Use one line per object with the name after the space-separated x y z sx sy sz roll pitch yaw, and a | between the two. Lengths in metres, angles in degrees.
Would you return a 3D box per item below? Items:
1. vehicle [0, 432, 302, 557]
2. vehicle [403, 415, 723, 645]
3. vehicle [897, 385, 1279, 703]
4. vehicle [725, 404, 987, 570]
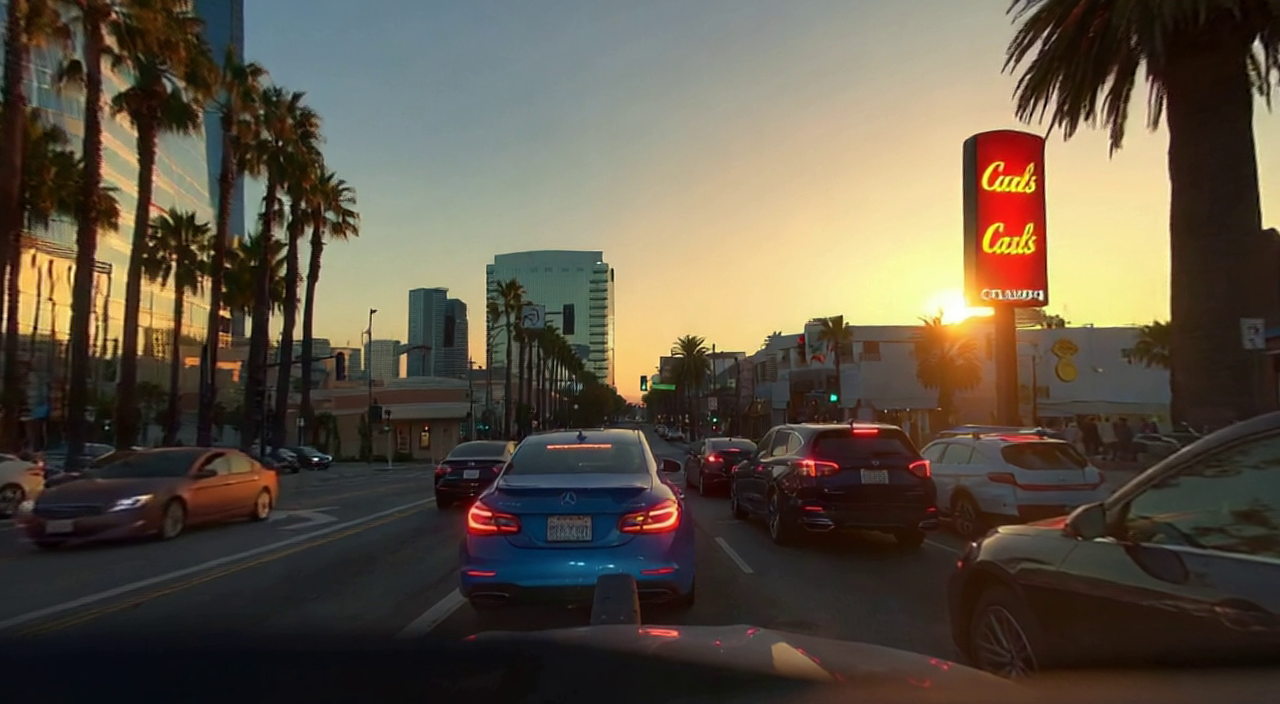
-7.362 2.050 9.839 1.945 1.494 4.252 0 -9 -2 | vehicle
-0.525 1.474 6.257 2.096 1.492 4.071 0 -9 -1 | vehicle
2.619 0.817 1.523 2.085 1.469 4.458 0 -9 0 | vehicle
2.633 1.785 9.096 2.096 1.775 4.440 0 -9 -1 | vehicle
